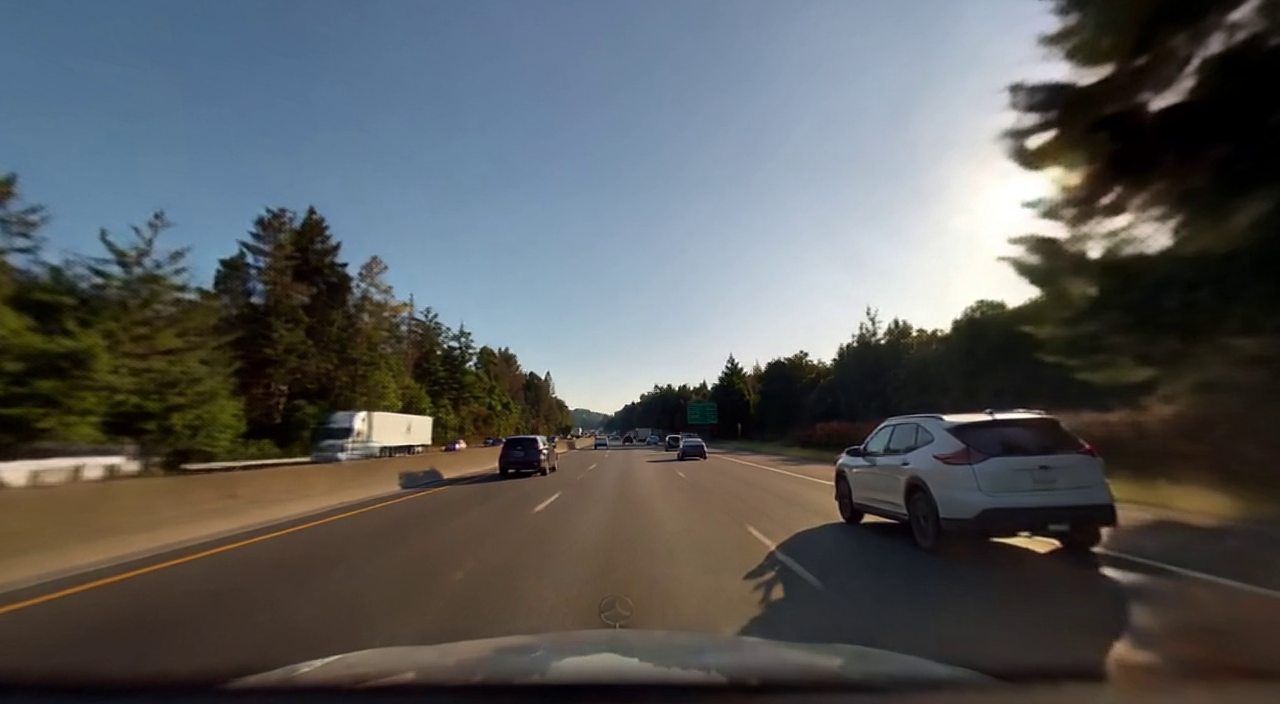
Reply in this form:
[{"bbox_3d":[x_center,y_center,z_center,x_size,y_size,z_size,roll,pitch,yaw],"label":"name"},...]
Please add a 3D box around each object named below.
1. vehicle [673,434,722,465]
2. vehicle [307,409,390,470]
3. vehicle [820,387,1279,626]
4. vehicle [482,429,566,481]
[{"bbox_3d":[2.836,4.894,31.912,1.990,1.480,3.865,0,-8,-2],"label":"vehicle"},{"bbox_3d":[-19.989,6.042,43.702,2.967,3.876,5.923,0,-8,-2],"label":"vehicle"},{"bbox_3d":[3.672,1.379,6.790,1.949,1.639,4.748,0,-8,-1],"label":"vehicle"},{"bbox_3d":[-3.878,3.532,22.027,2.011,1.614,4.808,0,-8,0],"label":"vehicle"}]
